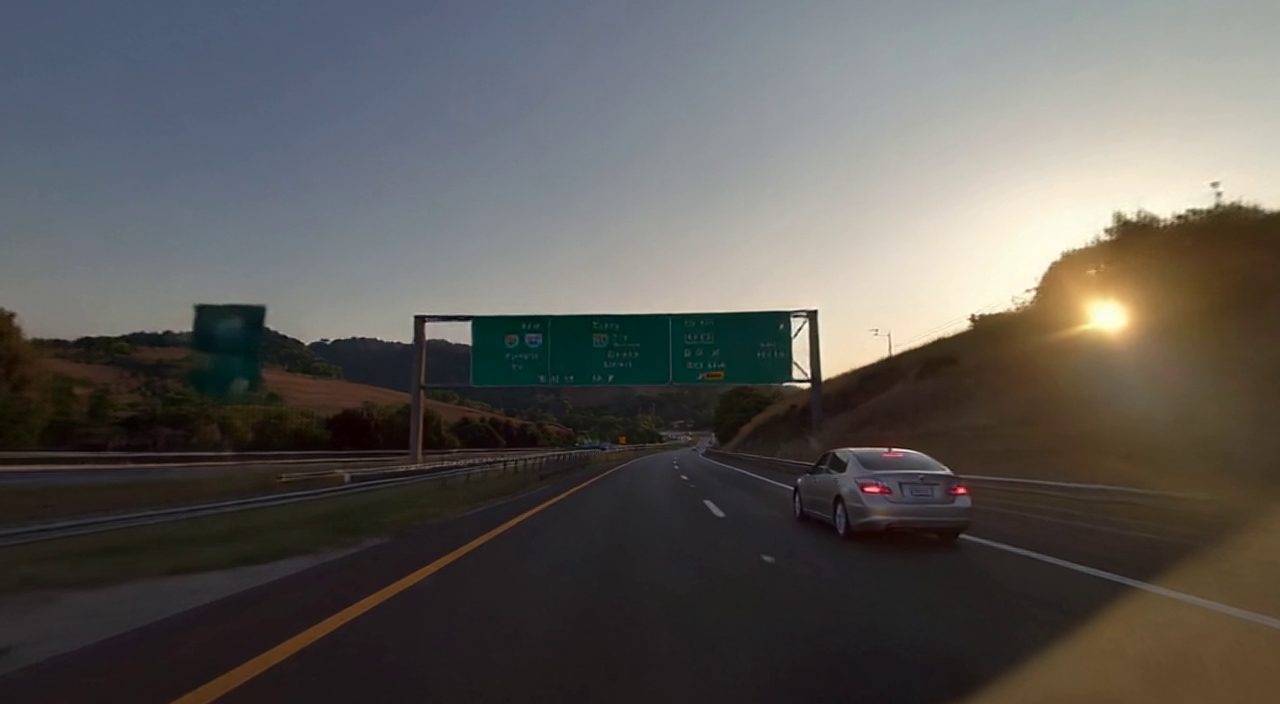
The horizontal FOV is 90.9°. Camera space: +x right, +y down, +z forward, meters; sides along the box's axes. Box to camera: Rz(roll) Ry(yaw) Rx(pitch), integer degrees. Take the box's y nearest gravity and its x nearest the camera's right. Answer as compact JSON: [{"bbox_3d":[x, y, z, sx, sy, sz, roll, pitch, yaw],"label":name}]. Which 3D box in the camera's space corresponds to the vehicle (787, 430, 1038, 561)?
[{"bbox_3d":[3.695,1.999,9.521,1.997,1.515,4.025,0,-8,0],"label":"vehicle"}]
